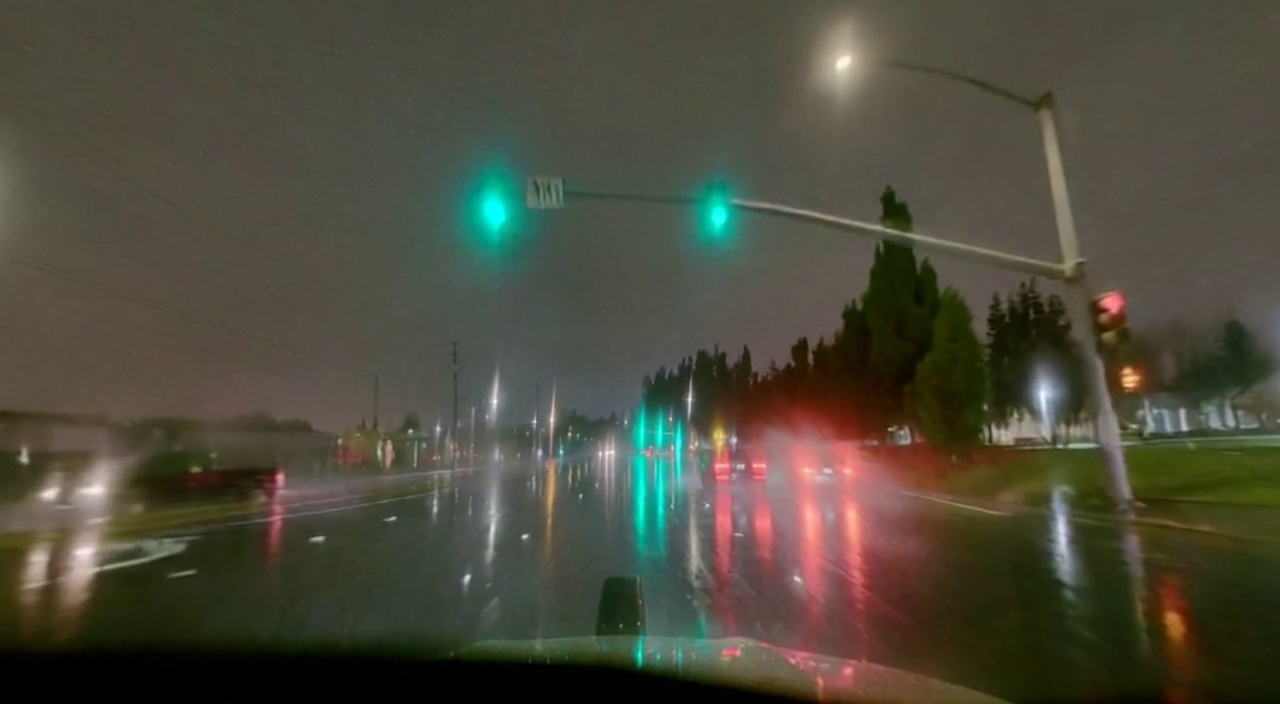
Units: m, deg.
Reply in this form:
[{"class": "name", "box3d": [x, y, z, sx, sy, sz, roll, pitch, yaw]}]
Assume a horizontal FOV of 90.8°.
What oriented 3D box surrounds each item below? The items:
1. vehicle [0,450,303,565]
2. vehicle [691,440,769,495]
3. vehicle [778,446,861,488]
[{"class": "vehicle", "box3d": [-7.940, 2.413, 10.695, 1.963, 1.472, 4.584, 0, -8, -1]}, {"class": "vehicle", "box3d": [3.129, 4.105, 22.937, 2.069, 1.761, 4.610, 0, -8, -1]}, {"class": "vehicle", "box3d": [7.143, 4.609, 25.765, 2.007, 1.491, 4.815, 0, -8, 1]}]
